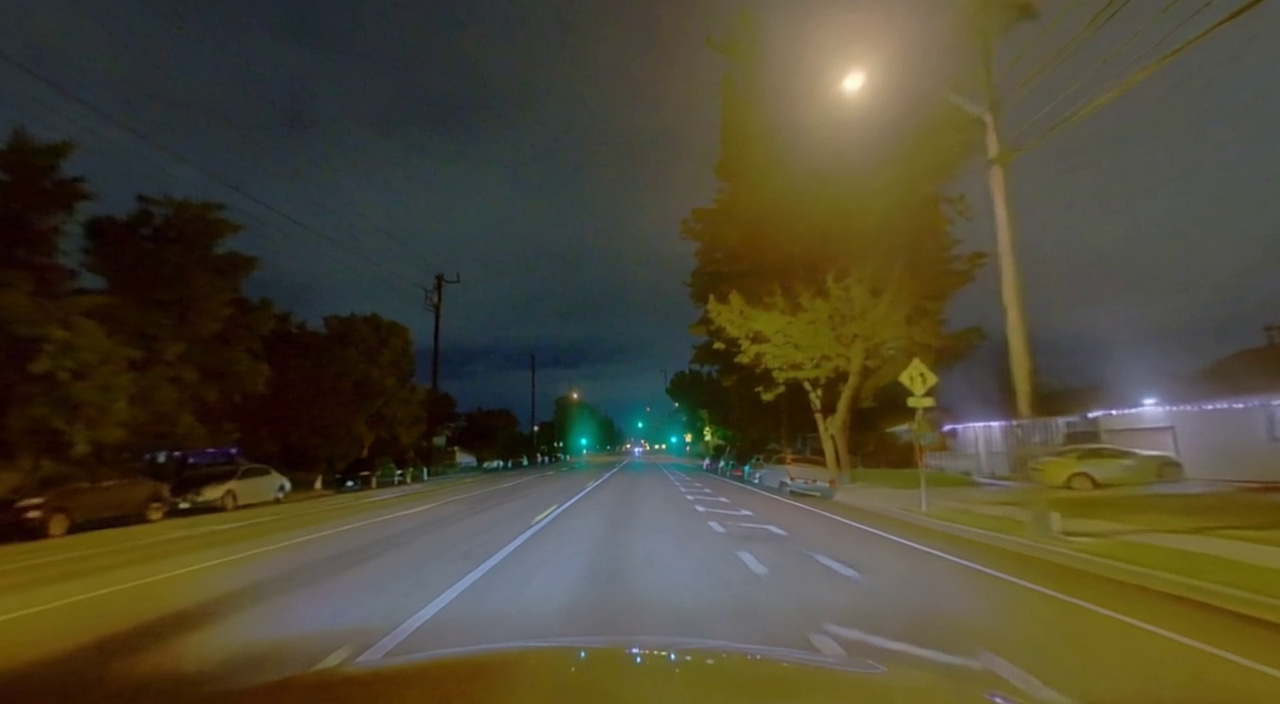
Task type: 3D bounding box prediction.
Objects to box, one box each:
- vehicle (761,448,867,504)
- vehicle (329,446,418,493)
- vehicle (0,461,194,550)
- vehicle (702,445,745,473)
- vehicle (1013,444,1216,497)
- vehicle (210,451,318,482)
[{"bbox_3d":[5.049,3.639,18.930,1.924,1.471,4.259,0,-9,-1],"label":"vehicle"},{"bbox_3d":[-12.085,5.323,28.947,2.116,1.875,4.675,-3,-9,0],"label":"vehicle"},{"bbox_3d":[-12.150,3.157,13.498,1.877,1.474,4.419,-2,-9,1],"label":"vehicle"},{"bbox_3d":[5.151,6.670,39.494,2.009,1.649,5.156,0,-9,0],"label":"vehicle"},{"bbox_3d":[12.766,3.183,17.158,3.983,1.332,1.812,0,-9,3],"label":"vehicle"},{"bbox_3d":[-20.764,6.324,34.902,4.601,1.613,2.030,0,-9,-1],"label":"vehicle"}]
